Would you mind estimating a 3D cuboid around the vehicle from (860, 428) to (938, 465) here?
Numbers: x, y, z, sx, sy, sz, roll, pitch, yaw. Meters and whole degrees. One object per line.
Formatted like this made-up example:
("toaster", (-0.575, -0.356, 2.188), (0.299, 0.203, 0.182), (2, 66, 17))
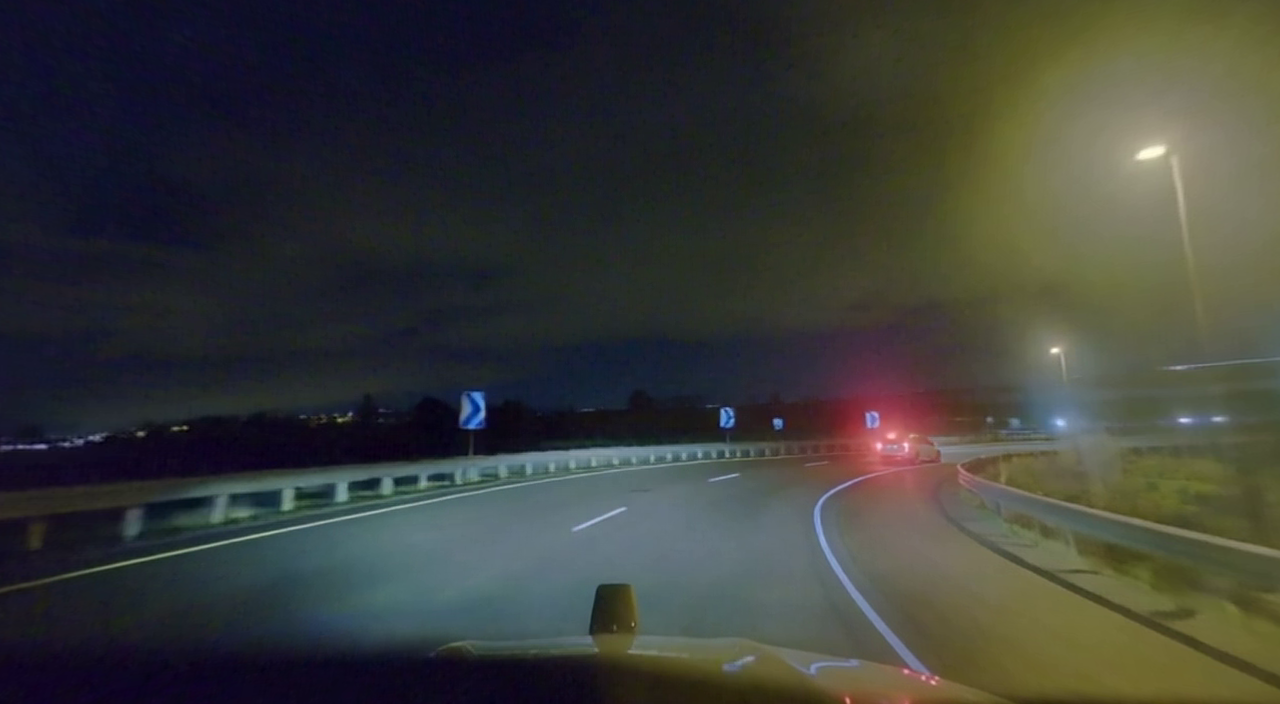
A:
("vehicle", (11.610, 4.174, 28.053), (2.028, 1.440, 3.970), (-3, -8, 42))
